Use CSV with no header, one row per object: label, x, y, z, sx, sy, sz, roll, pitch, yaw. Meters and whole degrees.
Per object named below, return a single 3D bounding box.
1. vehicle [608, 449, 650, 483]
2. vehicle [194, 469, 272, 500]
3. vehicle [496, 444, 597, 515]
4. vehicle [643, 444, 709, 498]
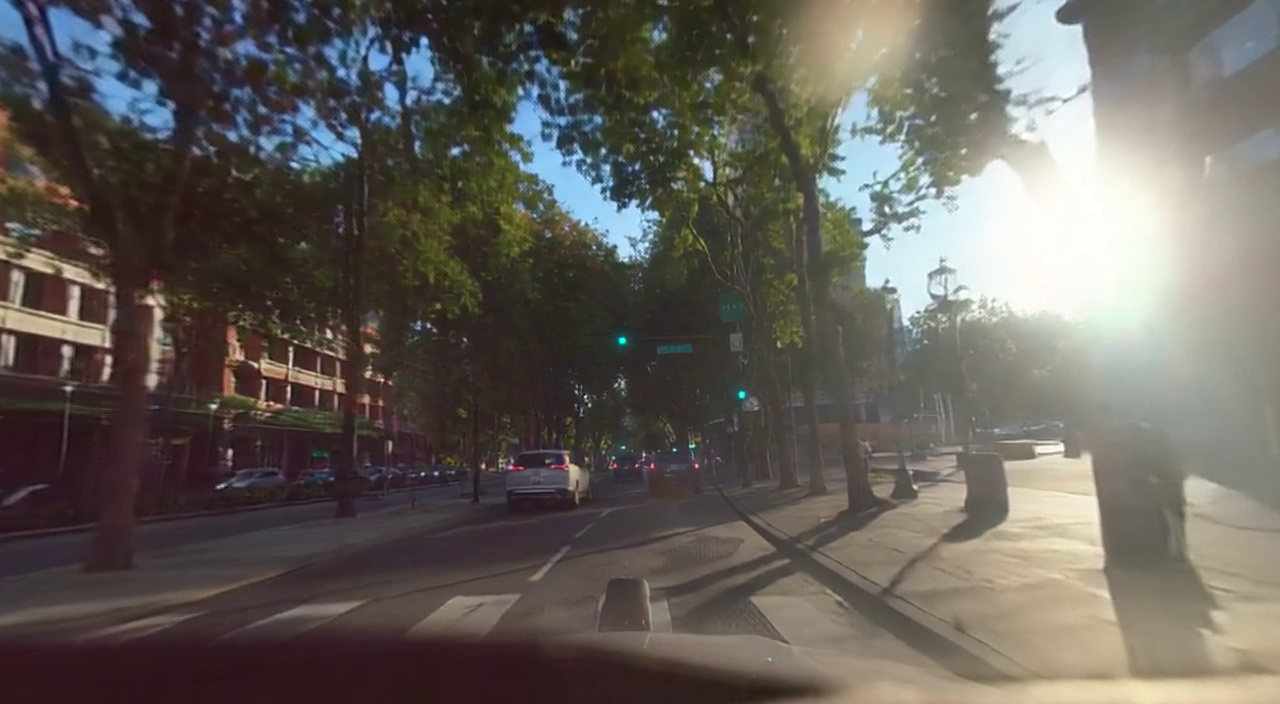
vehicle,-0.592,6.767,37.812,2.220,1.847,4.587,-1,-9,3
vehicle,-27.798,9.031,43.256,2.045,1.799,4.945,0,-9,0
vehicle,-2.425,3.415,17.378,1.940,1.722,3.823,-1,-9,4
vehicle,1.249,4.194,22.629,2.120,1.758,3.917,-1,-9,2
